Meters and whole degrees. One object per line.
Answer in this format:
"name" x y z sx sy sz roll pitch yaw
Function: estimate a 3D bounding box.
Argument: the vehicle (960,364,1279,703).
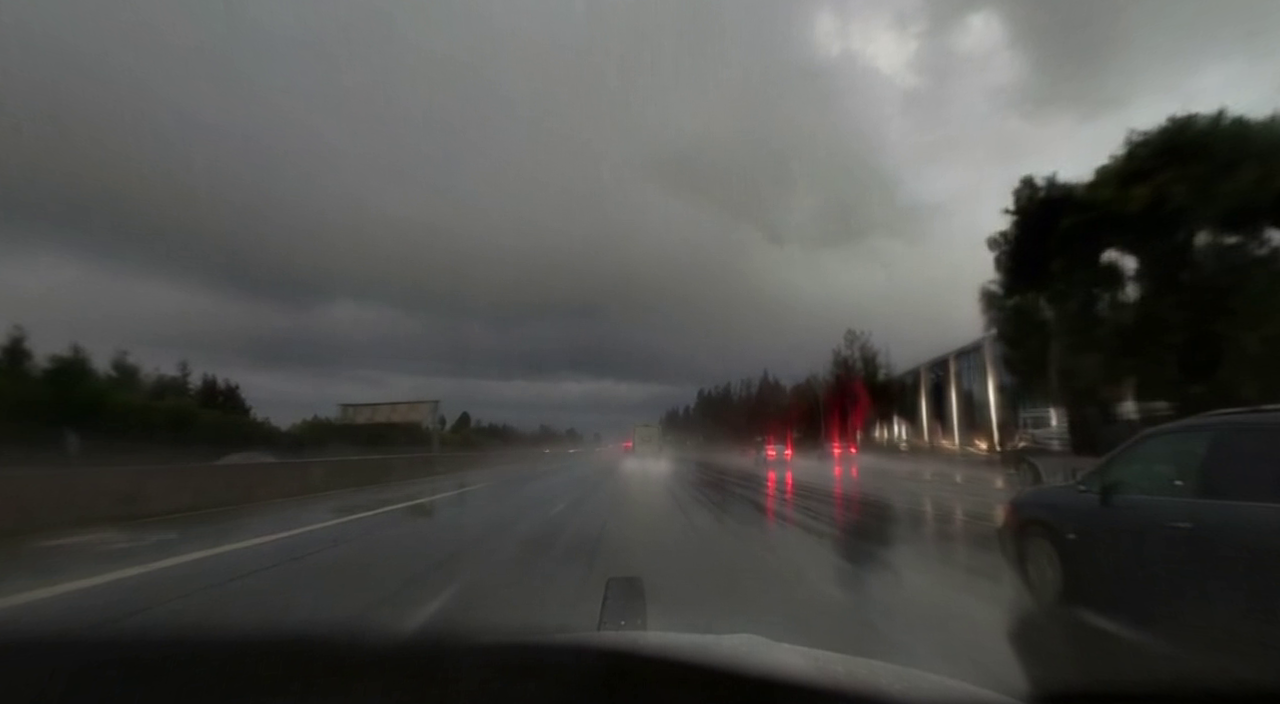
"vehicle" 3.855 0.900 3.049 2.008 1.595 5.082 0 -9 1

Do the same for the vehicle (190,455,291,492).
"vehicle" -19.490 5.931 31.014 1.884 1.642 4.551 0 -9 2

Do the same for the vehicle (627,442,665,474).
"vehicle" 0.330 5.915 35.231 2.015 1.639 4.086 0 -9 0
